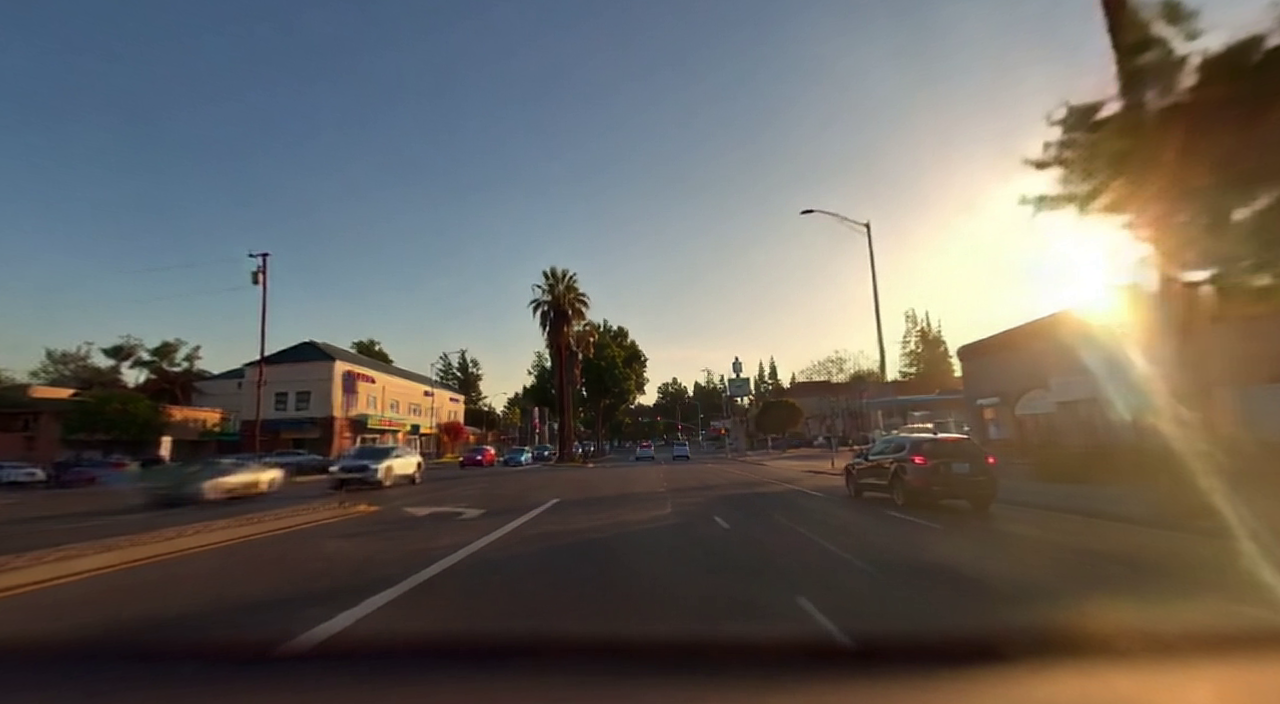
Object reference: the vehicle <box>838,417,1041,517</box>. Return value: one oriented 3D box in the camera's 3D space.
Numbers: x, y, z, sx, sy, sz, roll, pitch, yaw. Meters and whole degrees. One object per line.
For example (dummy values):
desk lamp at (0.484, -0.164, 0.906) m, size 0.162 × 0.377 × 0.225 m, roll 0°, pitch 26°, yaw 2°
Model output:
vehicle at (6.302, 2.482, 14.162) m, size 2.066 × 1.807 × 4.893 m, roll 0°, pitch -9°, yaw -1°

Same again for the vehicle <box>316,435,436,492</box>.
vehicle at (-9.282, 3.945, 22.812) m, size 2.042 × 1.782 × 4.919 m, roll -1°, pitch -9°, yaw 2°

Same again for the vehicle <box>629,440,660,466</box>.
vehicle at (0.335, 7.417, 46.574) m, size 2.177 × 1.754 × 3.815 m, roll -1°, pitch -8°, yaw 0°

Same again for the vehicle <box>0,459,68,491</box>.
vehicle at (-32.592, 6.276, 32.291) m, size 4.623 × 1.572 × 2.097 m, roll 0°, pitch -11°, yaw 0°

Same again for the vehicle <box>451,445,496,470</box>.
vehicle at (-12.197, 7.733, 46.589) m, size 2.082 × 1.720 × 4.316 m, roll -1°, pitch -8°, yaw 1°

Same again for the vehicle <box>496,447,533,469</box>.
vehicle at (-8.824, 7.457, 44.777) m, size 1.806 × 1.444 × 3.606 m, roll -1°, pitch -9°, yaw 2°

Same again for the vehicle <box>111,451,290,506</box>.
vehicle at (-13.917, 3.996, 20.541) m, size 2.098 × 1.478 × 4.928 m, roll -1°, pitch -8°, yaw 3°
